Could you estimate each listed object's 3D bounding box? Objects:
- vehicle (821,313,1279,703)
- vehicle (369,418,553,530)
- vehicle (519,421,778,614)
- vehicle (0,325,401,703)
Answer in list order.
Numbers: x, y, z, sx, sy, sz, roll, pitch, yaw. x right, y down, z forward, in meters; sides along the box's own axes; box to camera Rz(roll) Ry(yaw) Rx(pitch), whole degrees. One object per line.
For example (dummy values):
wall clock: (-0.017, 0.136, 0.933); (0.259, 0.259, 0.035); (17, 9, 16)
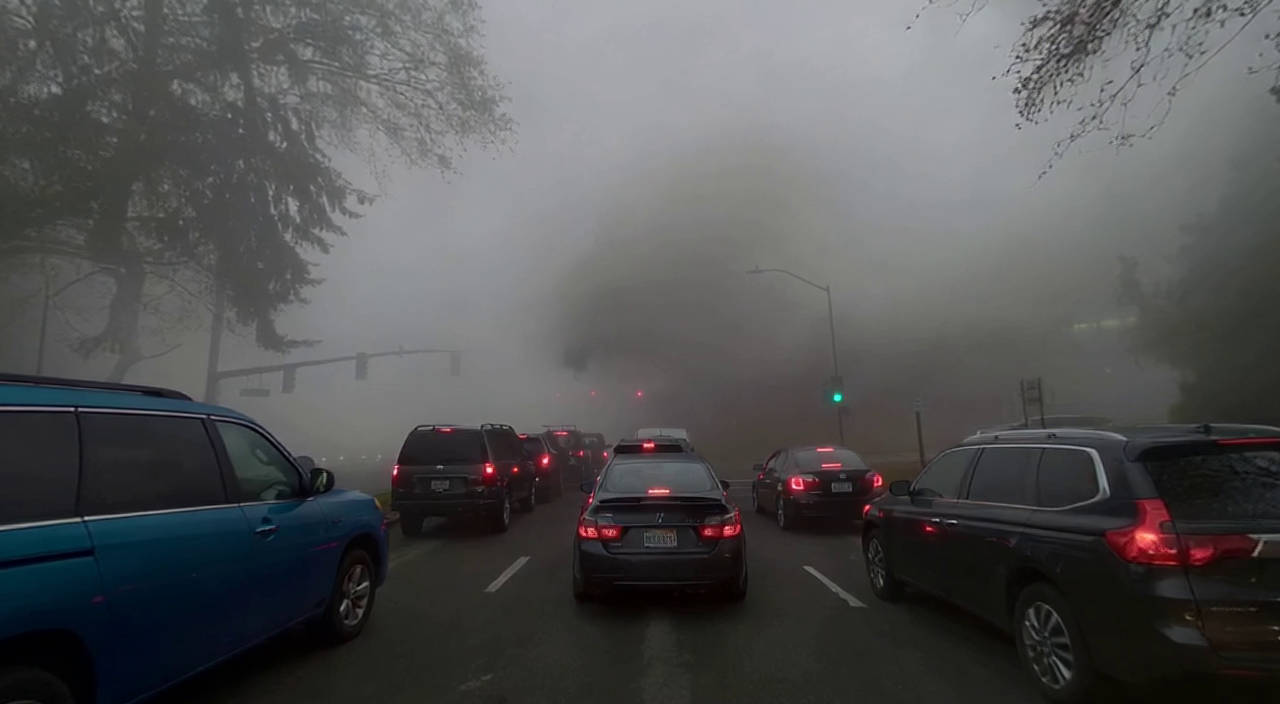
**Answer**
vehicle: (3.213, 1.103, 4.717); (2.141, 1.833, 4.704); (0, -8, -2)
vehicle: (-3.182, 2.296, 12.430); (2.117, 1.772, 4.619); (0, -8, 2)
vehicle: (0.032, 1.592, 6.983); (2.021, 1.490, 3.948); (0, -8, -1)
vehicle: (-3.122, 0.956, 3.298); (1.982, 1.721, 4.261); (0, -8, 1)
